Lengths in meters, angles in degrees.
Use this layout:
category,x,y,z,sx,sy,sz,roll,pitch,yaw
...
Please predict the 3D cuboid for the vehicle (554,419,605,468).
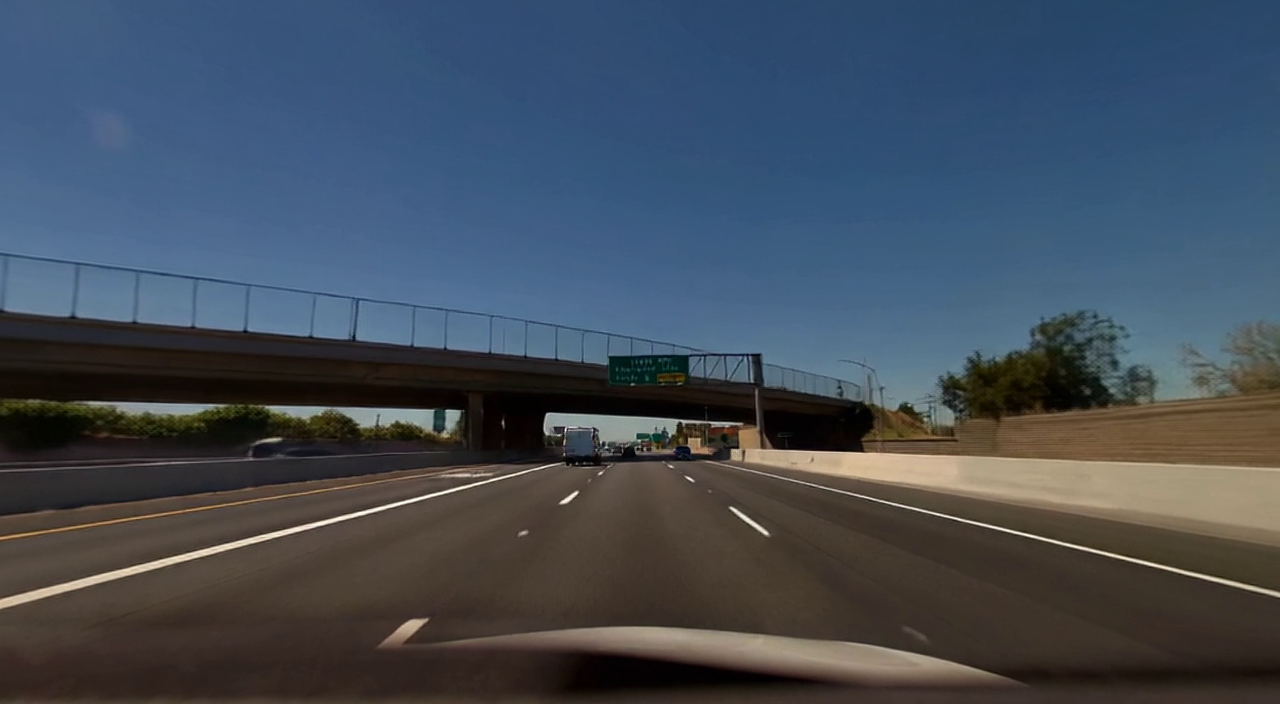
category,x,y,z,sx,sy,sz,roll,pitch,yaw
vehicle,-3.789,6.001,41.364,2.881,2.937,7.045,0,-9,-2
